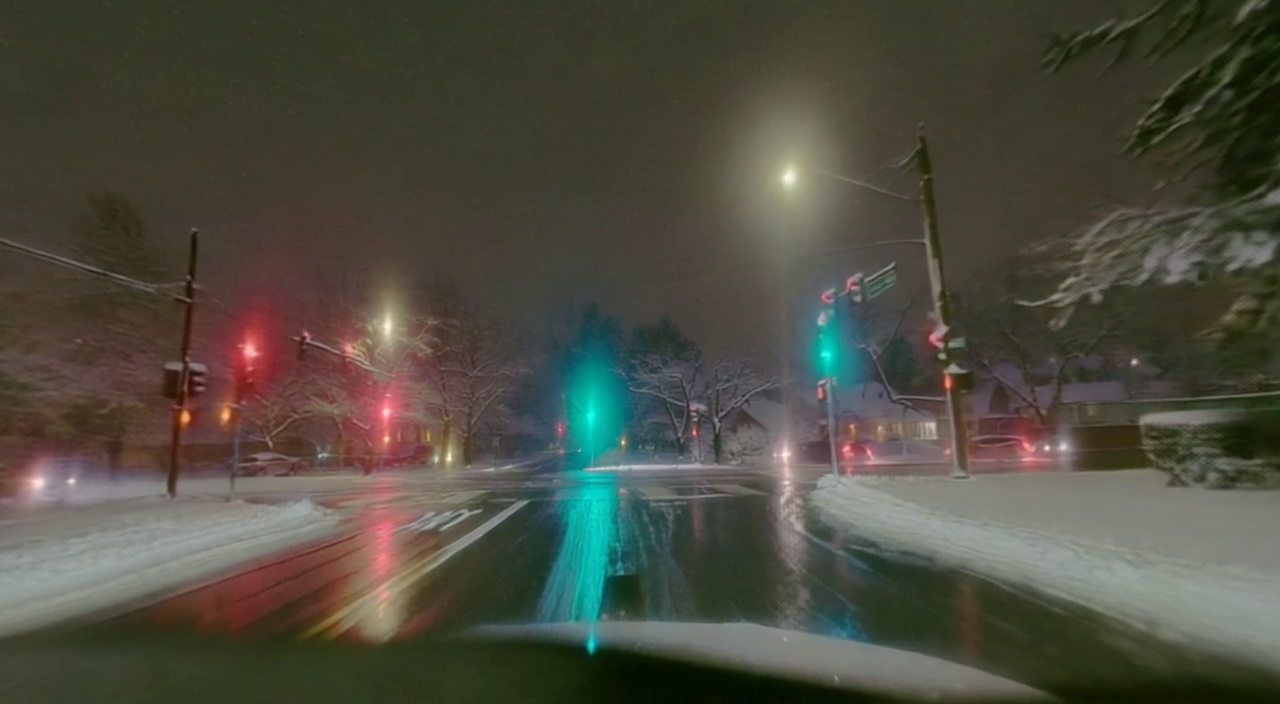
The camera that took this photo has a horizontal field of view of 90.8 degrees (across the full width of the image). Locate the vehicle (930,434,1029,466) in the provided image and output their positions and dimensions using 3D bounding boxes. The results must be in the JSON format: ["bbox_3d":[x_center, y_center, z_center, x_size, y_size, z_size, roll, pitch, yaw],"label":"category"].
[{"bbox_3d":[18.697,5.404,34.983,4.326,1.672,1.903,-1,-8,1],"label":"vehicle"}]

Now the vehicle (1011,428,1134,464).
[{"bbox_3d":[21.278,4.623,31.236,4.510,1.673,2.030,0,-8,0],"label":"vehicle"}]

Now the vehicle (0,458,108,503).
[{"bbox_3d":[-22.738,4.649,23.073,4.989,1.442,1.940,0,-8,4],"label":"vehicle"}]

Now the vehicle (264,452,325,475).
[{"bbox_3d":[-24.692,7.941,45.336,1.817,1.488,4.631,0,-8,0],"label":"vehicle"}]

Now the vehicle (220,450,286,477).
[{"bbox_3d":[-27.605,7.948,45.219,1.967,1.779,4.159,-1,-8,2],"label":"vehicle"}]

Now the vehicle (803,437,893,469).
[{"bbox_3d":[10.295,5.010,31.498,3.815,1.504,1.790,-1,-8,1],"label":"vehicle"}]
